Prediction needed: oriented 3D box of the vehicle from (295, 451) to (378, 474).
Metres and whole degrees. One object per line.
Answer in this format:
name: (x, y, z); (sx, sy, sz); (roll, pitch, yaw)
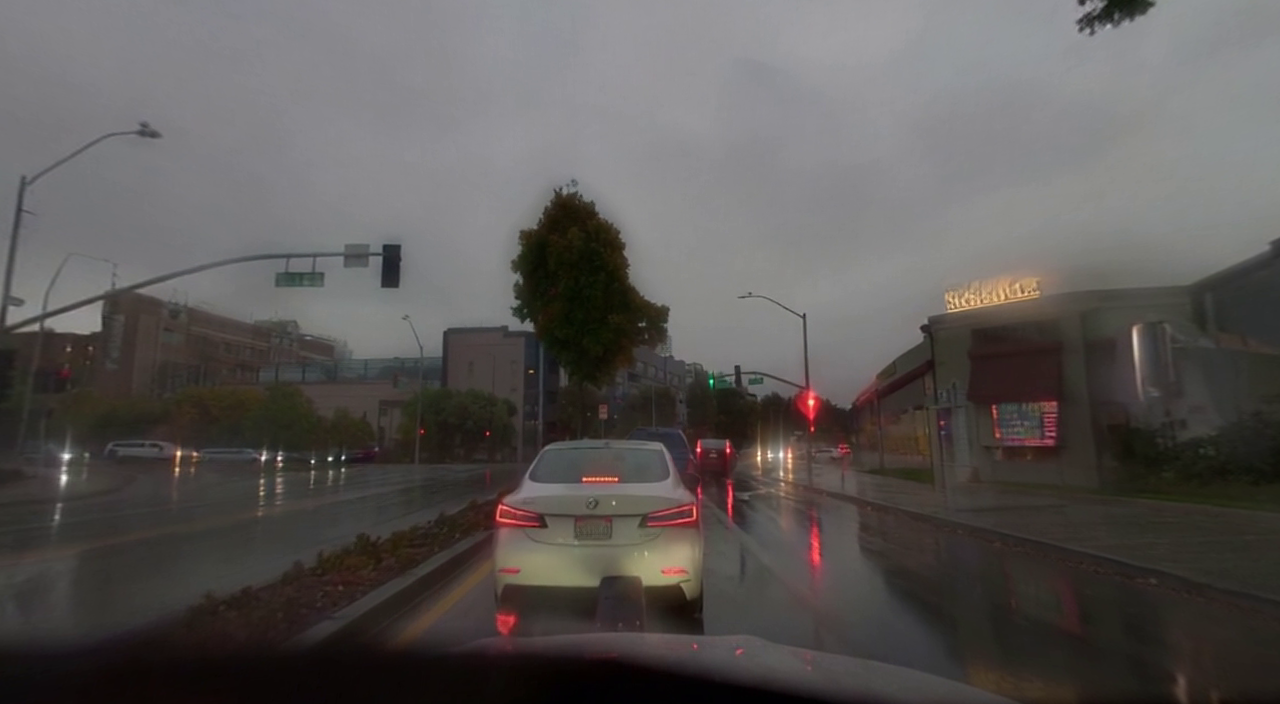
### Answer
vehicle: (-19.935, 7.285, 41.689); (4.548, 1.449, 1.802); (2, -9, -13)

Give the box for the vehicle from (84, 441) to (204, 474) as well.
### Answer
vehicle: (-28.082, 5.983, 35.938); (4.877, 1.754, 1.978); (2, -9, -12)

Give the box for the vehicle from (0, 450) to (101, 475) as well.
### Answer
vehicle: (-35.653, 6.676, 38.188); (4.199, 1.432, 1.727); (2, -9, -12)

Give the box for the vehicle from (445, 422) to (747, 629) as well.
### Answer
vehicle: (-0.331, 1.571, 6.760); (2.173, 1.479, 4.264); (0, -8, 0)

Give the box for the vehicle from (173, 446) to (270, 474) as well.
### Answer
vehicle: (-26.468, 6.820, 40.101); (4.575, 1.718, 2.008); (2, -9, -12)
